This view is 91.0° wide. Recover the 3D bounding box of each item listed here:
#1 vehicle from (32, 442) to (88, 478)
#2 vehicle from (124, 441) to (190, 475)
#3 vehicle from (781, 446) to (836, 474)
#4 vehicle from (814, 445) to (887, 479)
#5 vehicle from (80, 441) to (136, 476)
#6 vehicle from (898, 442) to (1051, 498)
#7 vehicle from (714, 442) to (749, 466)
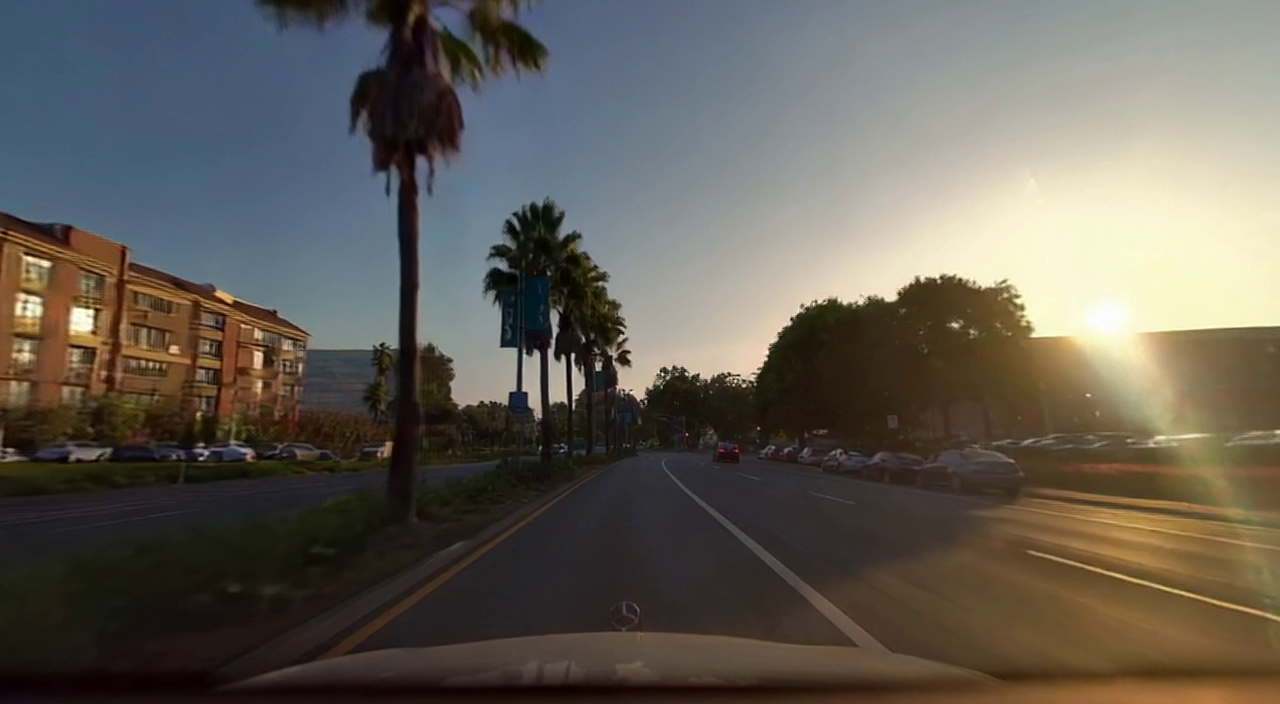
[{"bbox_3d":[-43.129,7.961,46.713,5.843,2.364,2.352,-7,-11,42],"label":"vehicle"},{"bbox_3d":[-37.263,8.104,48.483,6.188,2.494,2.424,-7,-11,39],"label":"vehicle"},{"bbox_3d":[10.178,6.529,38.305,1.950,1.410,4.642,0,-7,-1],"label":"vehicle"},{"bbox_3d":[10.109,5.301,30.682,1.875,1.491,4.780,0,-8,0],"label":"vehicle"},{"bbox_3d":[-39.995,7.935,47.236,5.579,2.458,2.324,-8,-11,42],"label":"vehicle"},{"bbox_3d":[10.286,3.640,19.896,2.086,1.545,4.645,0,-8,-3],"label":"vehicle"},{"bbox_3d":[6.823,7.635,47.362,2.000,1.717,4.101,0,-8,0],"label":"vehicle"}]
